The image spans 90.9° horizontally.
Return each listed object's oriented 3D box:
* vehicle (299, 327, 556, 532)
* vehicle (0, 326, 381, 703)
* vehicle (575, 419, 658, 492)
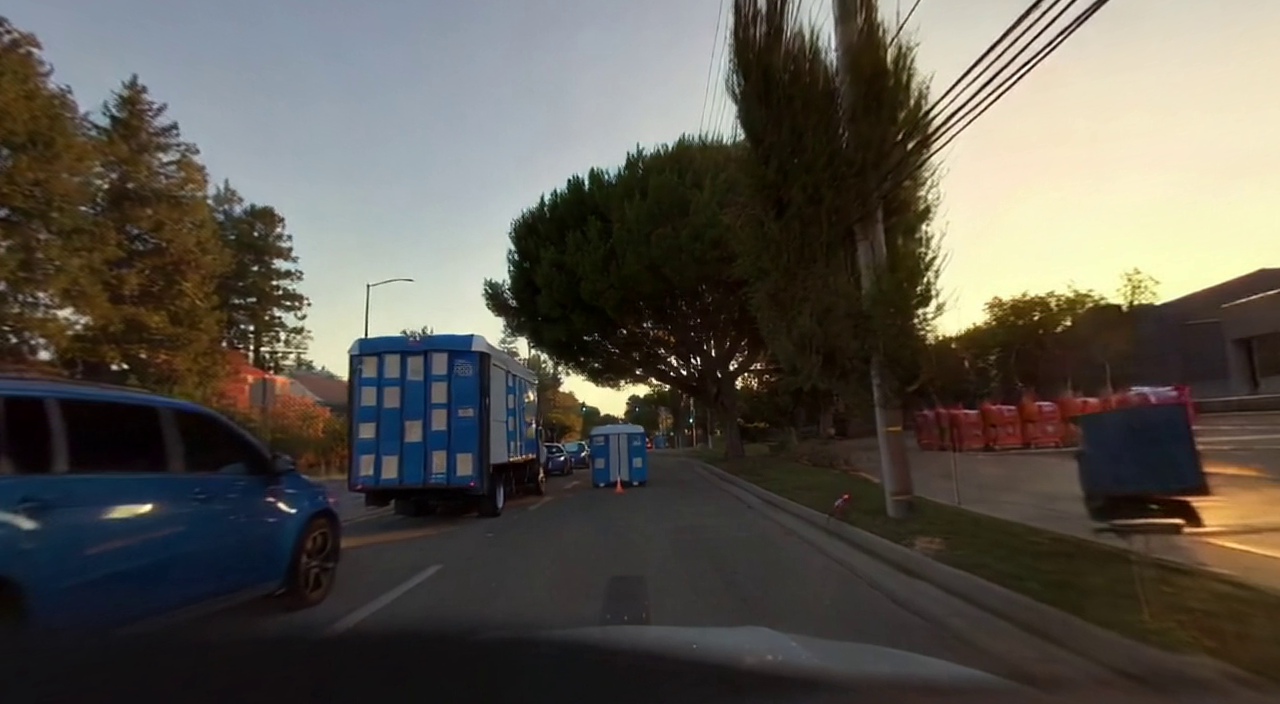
[{"bbox_3d":[-4.067,1.847,14.574,3.120,3.393,7.945,1,-8,0],"label":"vehicle"},{"bbox_3d":[-3.492,0.958,3.274,2.187,1.821,4.748,0,-8,1],"label":"vehicle"},{"bbox_3d":[-0.649,2.982,18.369,2.117,1.861,4.095,0,-8,-1],"label":"vehicle"}]
